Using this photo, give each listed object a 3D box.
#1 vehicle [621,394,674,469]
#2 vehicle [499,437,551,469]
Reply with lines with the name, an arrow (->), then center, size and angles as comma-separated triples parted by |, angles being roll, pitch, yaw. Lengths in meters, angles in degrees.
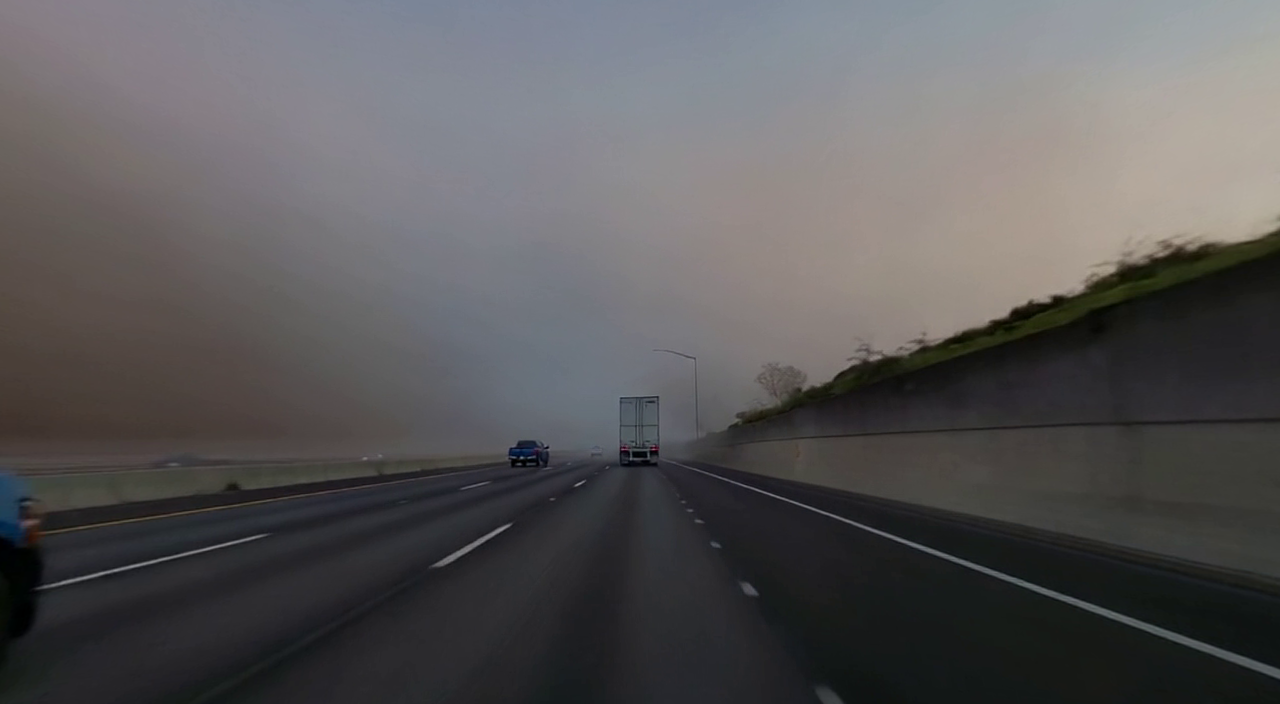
vehicle -> 0.507, 5.601, 43.245 | 2.951, 4.229, 15.519 | 0, -8, 1
vehicle -> -6.995, 6.222, 39.106 | 2.113, 1.837, 5.339 | 0, -8, 1
